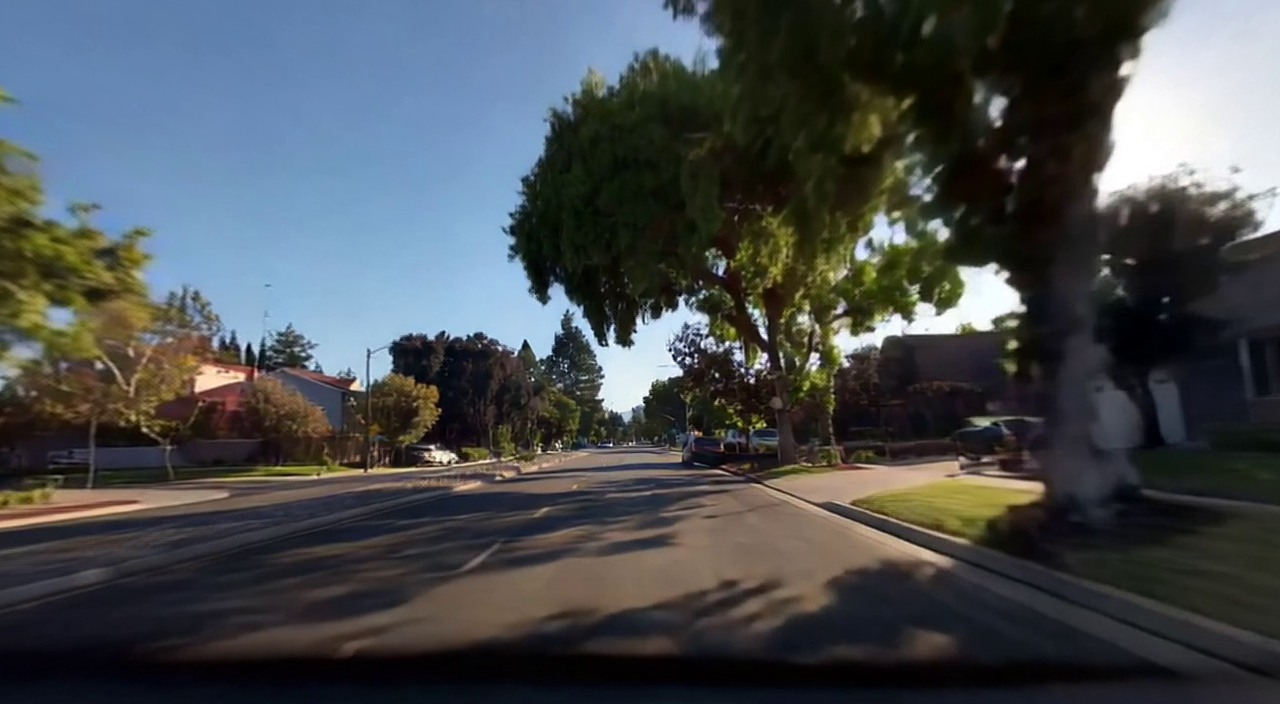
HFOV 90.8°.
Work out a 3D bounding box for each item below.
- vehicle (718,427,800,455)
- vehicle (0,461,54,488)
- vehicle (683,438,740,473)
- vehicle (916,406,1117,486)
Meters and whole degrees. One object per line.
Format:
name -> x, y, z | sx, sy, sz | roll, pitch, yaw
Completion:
vehicle -> 9.105, 6.872, 48.711 | 5.933, 2.038, 2.382 | 1, -8, 3
vehicle -> -41.152, 7.915, 40.857 | 4.463, 1.651, 1.947 | 0, -8, 0
vehicle -> 3.313, 4.910, 30.186 | 2.037, 1.518, 4.904 | 0, -8, -1
vehicle -> 9.478, 2.397, 16.599 | 1.971, 1.641, 5.191 | -4, -7, -1
